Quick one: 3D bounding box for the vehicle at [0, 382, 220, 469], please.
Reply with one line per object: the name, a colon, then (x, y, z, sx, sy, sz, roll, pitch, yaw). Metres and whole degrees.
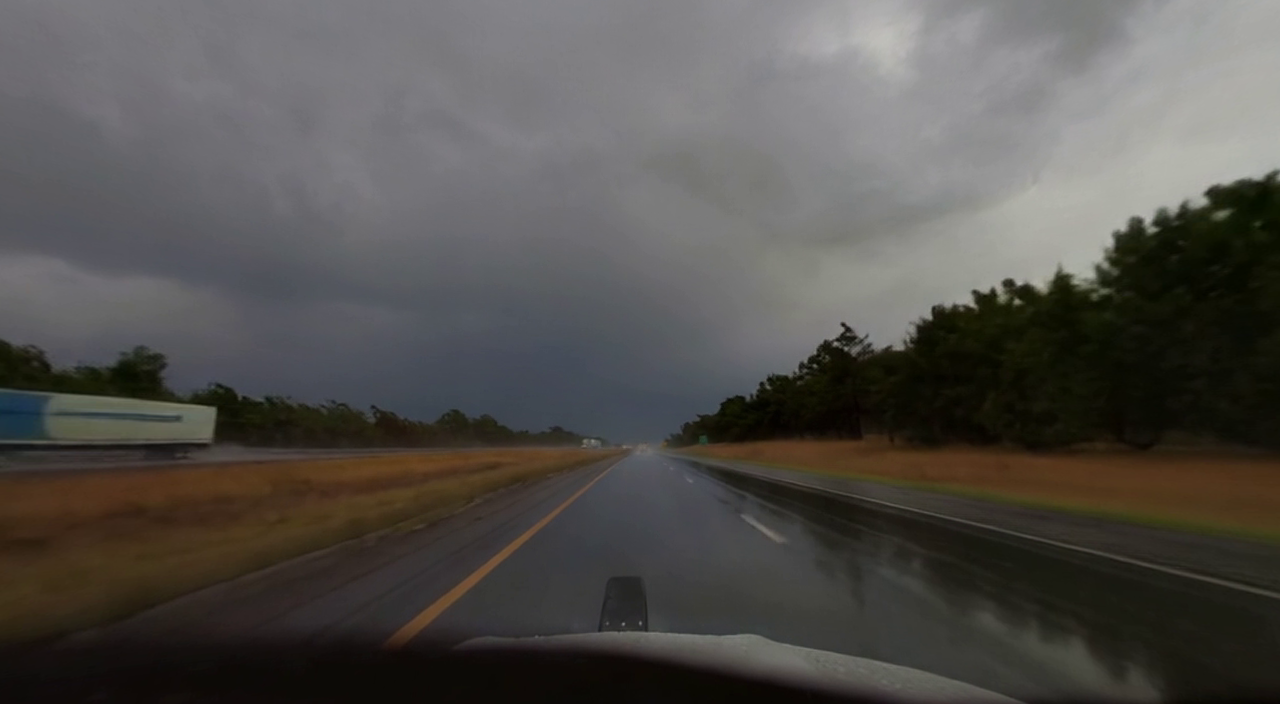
vehicle: (-32.504, 4.718, 38.184, 2.948, 4.184, 16.293, 0, -8, 0)
